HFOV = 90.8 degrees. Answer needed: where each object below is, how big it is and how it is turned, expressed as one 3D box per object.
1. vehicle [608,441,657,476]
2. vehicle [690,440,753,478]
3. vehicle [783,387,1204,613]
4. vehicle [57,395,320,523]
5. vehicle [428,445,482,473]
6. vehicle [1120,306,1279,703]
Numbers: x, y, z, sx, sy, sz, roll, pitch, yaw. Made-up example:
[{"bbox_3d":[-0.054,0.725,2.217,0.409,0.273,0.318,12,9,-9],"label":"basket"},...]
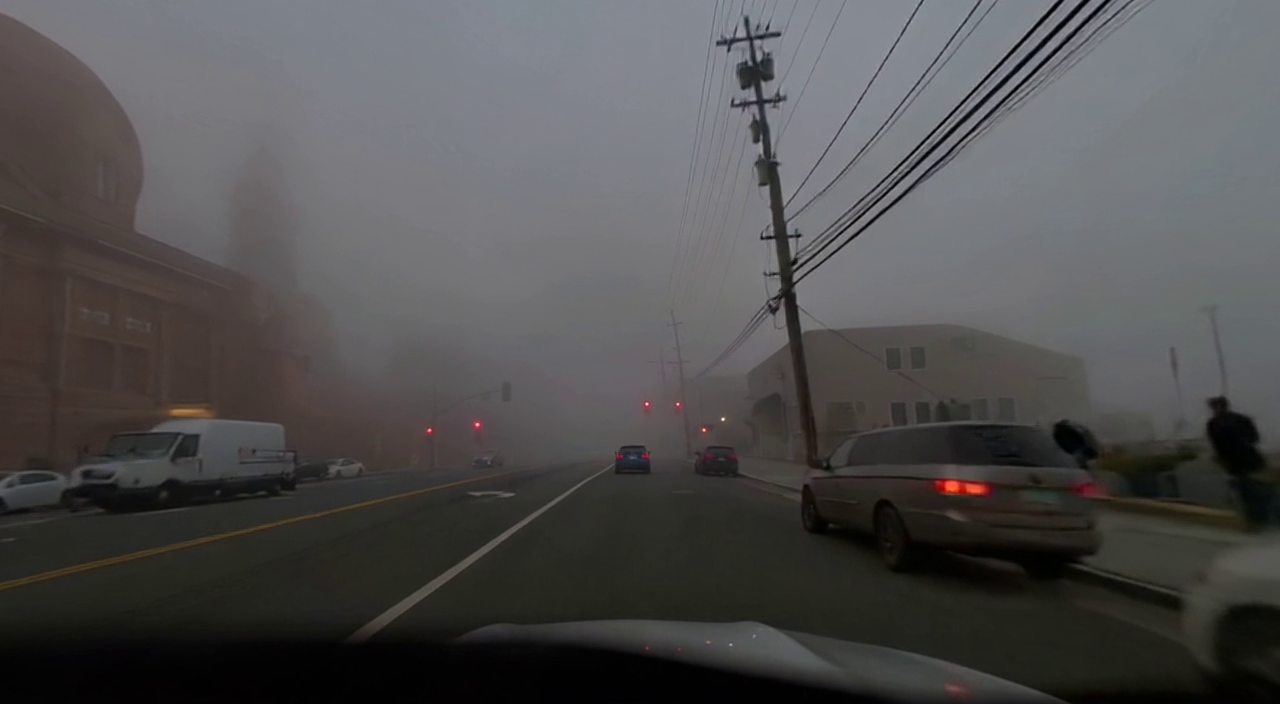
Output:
[{"bbox_3d":[-0.353,4.873,29.114,2.049,1.453,4.299,0,-8,-1],"label":"vehicle"},{"bbox_3d":[3.520,4.738,28.180,1.944,1.530,4.539,0,-9,-4],"label":"vehicle"},{"bbox_3d":[3.616,1.643,8.180,2.204,1.845,5.597,1,-8,0],"label":"vehicle"},{"bbox_3d":[-12.123,2.947,17.932,2.961,2.739,6.276,-4,-8,-1],"label":"vehicle"},{"bbox_3d":[-12.592,7.285,43.351,2.071,1.814,5.185,0,-9,1],"label":"vehicle"},{"bbox_3d":[3.633,0.548,1.050,2.140,1.890,4.402,0,-9,0],"label":"vehicle"}]
